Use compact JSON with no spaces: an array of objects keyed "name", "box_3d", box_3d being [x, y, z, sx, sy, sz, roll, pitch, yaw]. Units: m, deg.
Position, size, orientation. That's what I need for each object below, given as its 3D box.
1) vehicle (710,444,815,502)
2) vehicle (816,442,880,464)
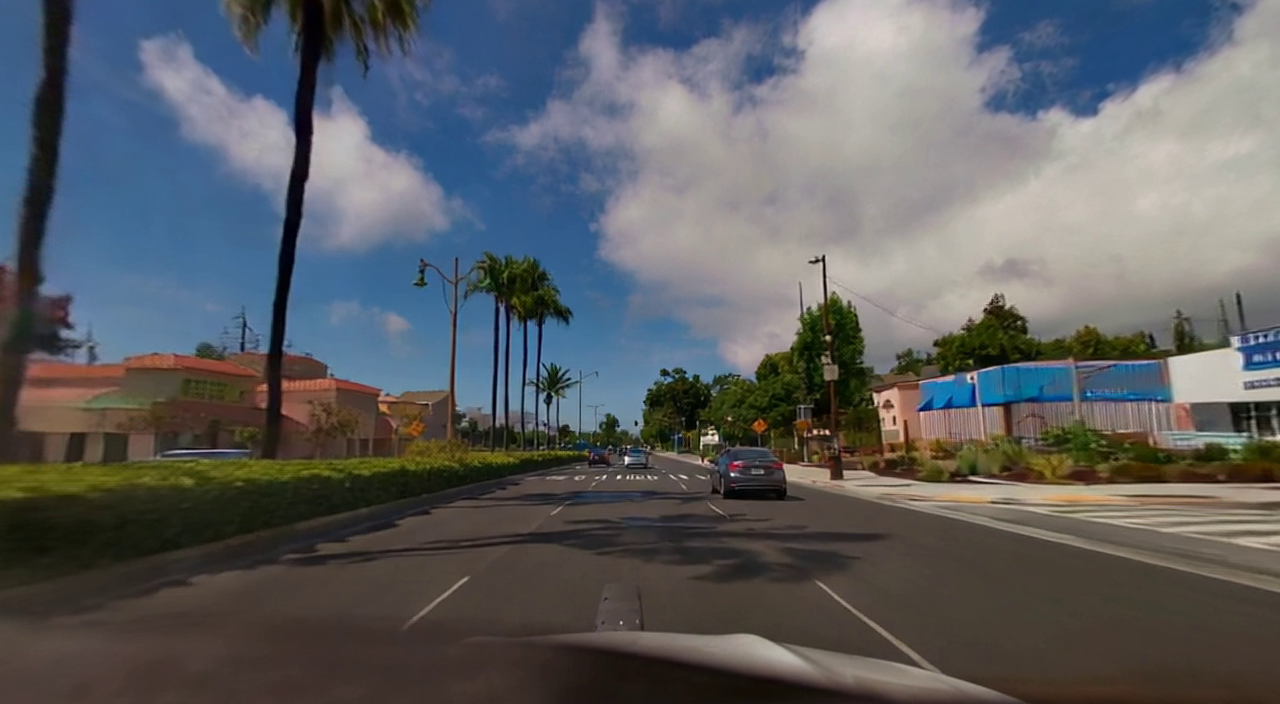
[{"name":"vehicle","box_3d":[3.465,3.508,18.873,2.090,1.503,4.566,0,-9,-2]},{"name":"vehicle","box_3d":[15.746,7.700,48.014,4.091,1.605,2.017,0,-9,-1]}]
